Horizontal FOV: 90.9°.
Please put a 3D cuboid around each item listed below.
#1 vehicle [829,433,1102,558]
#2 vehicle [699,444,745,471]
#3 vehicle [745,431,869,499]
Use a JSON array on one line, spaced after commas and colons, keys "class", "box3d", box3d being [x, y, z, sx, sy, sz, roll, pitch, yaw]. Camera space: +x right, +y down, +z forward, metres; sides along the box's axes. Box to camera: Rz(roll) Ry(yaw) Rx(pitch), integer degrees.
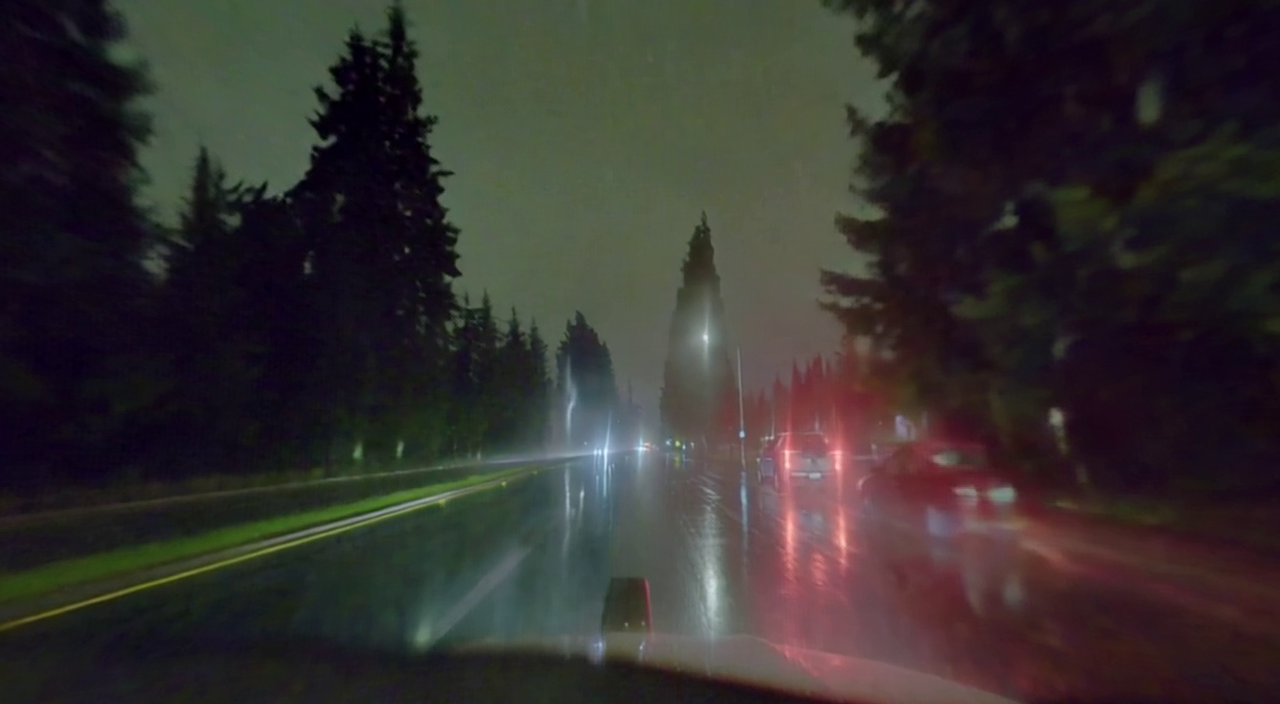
[{"class": "vehicle", "box3d": [4.726, 2.121, 10.184, 1.920, 1.514, 4.746, 0, -8, 1]}, {"class": "vehicle", "box3d": [4.850, 6.324, 38.015, 2.184, 1.496, 4.615, 0, -8, 0]}, {"class": "vehicle", "box3d": [4.687, 3.258, 18.628, 2.205, 1.728, 4.855, 0, -8, -1]}]
